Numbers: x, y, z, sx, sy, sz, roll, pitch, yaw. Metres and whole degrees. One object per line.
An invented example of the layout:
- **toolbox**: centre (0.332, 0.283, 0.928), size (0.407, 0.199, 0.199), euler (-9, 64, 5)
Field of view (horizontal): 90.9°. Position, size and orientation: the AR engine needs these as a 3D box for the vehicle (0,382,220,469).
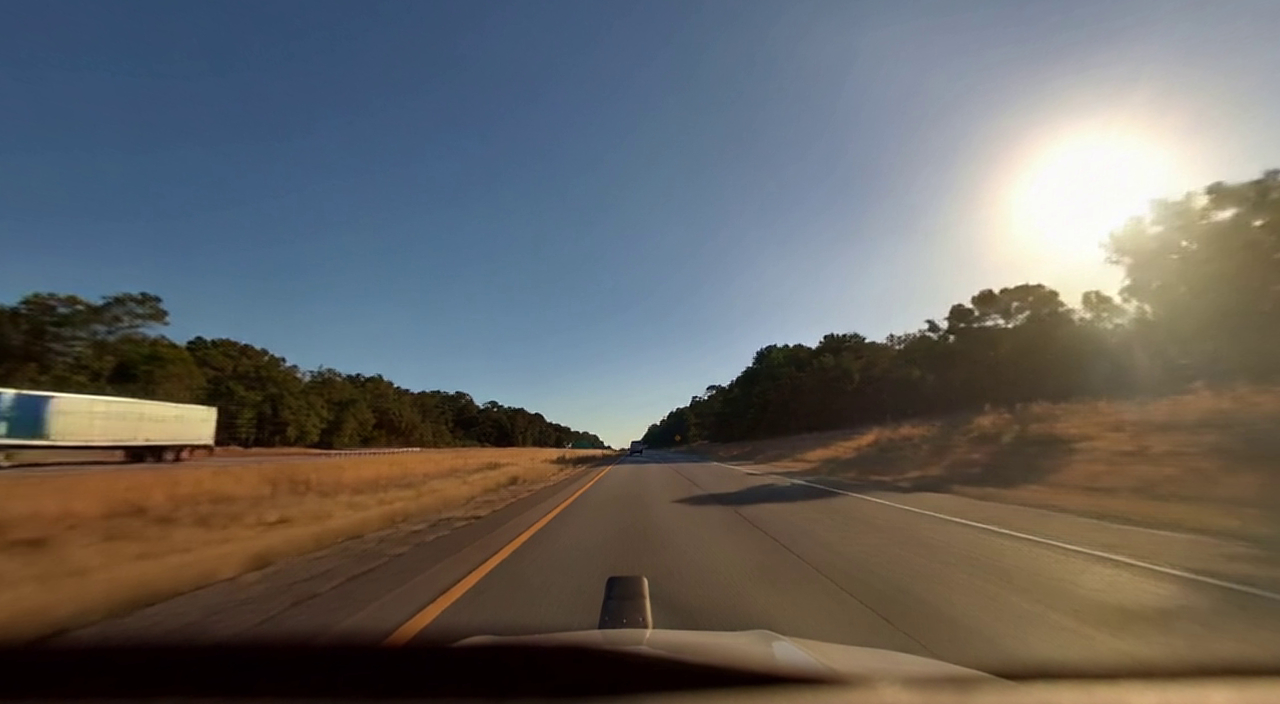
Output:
- **vehicle**: centre (-32.504, 4.718, 38.184), size (2.948, 4.184, 16.293), euler (0, -8, 0)
